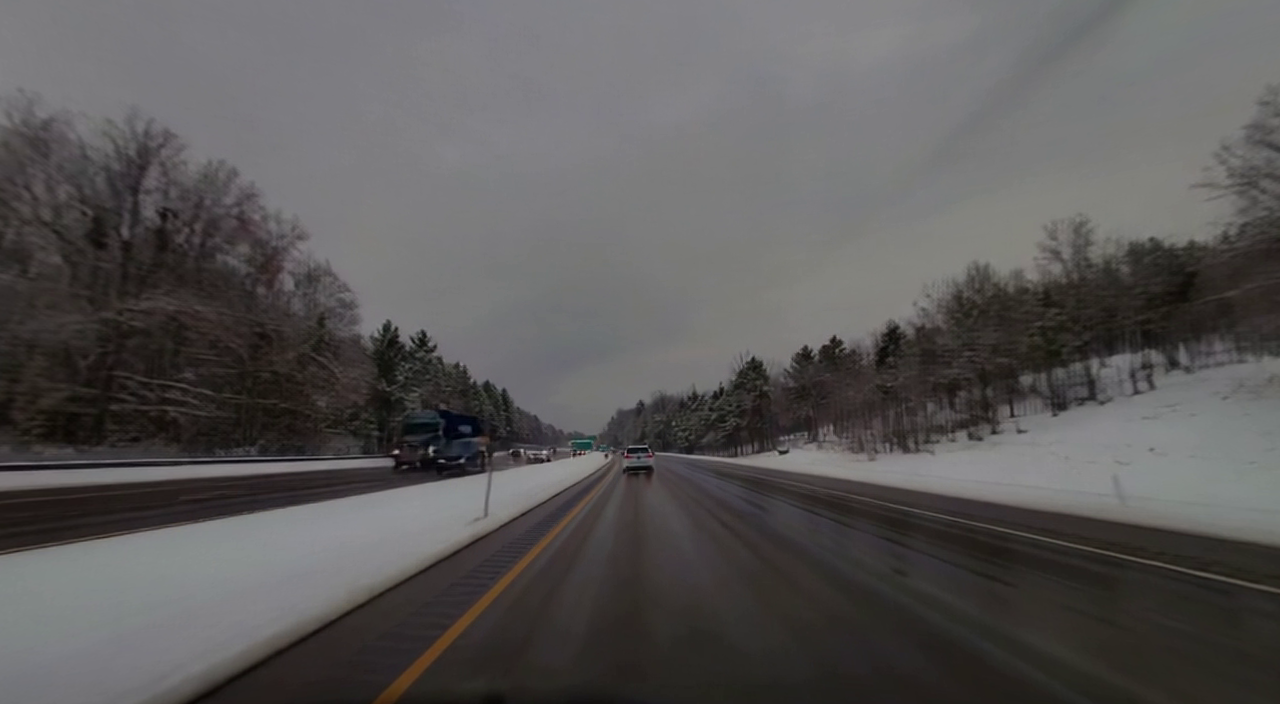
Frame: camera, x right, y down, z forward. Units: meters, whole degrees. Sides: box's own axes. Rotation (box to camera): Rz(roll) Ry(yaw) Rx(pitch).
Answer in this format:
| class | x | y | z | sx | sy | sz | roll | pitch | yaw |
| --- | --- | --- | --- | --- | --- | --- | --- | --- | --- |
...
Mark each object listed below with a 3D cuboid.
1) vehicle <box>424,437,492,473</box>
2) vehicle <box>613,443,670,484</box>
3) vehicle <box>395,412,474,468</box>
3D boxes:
| class | x | y | z | sx | sy | sz | roll | pitch | yaw |
| --- | --- | --- | --- | --- | --- | --- | --- | --- | --- |
| vehicle | -8.753 | 5.016 | 30.746 | 1.984 | 1.613 | 4.329 | 0 | -9 | 1 |
| vehicle | 0.048 | 4.496 | 25.704 | 2.114 | 1.523 | 4.012 | 0 | -9 | 0 |
| vehicle | -13.318 | 5.832 | 41.550 | 2.649 | 3.362 | 7.432 | 0 | -9 | 0 |
